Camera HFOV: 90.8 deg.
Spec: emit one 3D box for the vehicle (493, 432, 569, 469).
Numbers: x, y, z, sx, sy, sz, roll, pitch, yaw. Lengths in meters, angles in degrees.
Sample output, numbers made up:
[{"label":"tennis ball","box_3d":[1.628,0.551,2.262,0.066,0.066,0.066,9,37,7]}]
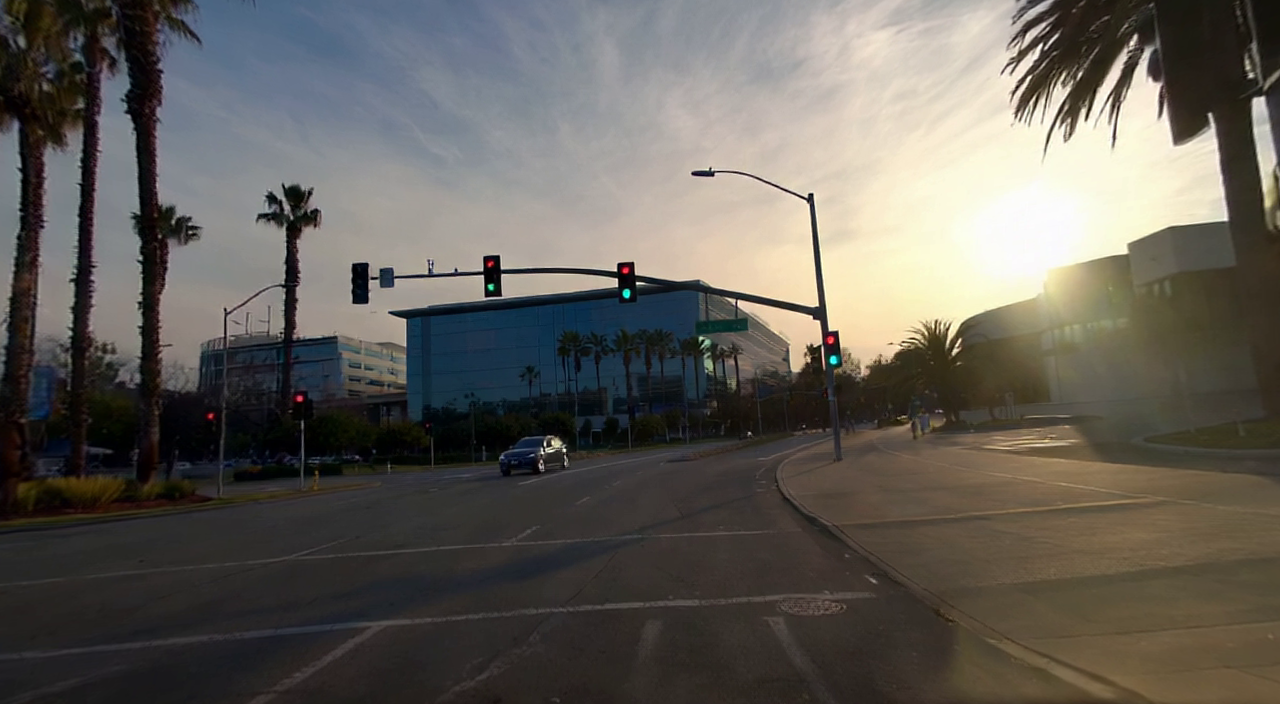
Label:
[{"label":"vehicle","box_3d":[-5.675,5.234,33.624,2.181,1.792,4.648,-3,-9,16]}]
